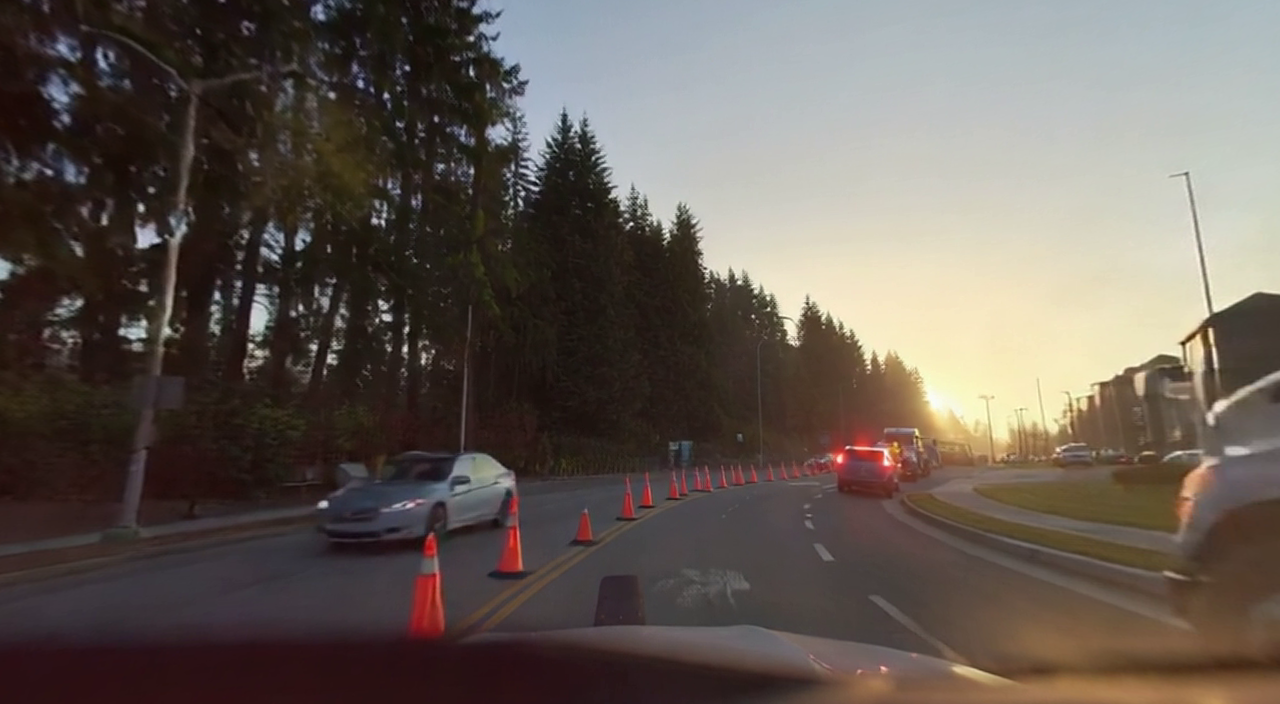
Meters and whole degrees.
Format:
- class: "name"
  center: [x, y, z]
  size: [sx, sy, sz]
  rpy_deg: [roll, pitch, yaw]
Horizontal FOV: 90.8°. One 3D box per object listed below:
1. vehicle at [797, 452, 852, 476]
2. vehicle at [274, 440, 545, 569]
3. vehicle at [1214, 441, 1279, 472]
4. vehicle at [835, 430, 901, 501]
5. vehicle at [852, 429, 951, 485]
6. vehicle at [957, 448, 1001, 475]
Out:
- class: "vehicle"
  center: [12.203, 7.305, 41.557]
  size: [1.933, 1.428, 4.449]
  rpy_deg: [-6, -10, 37]
- class: "vehicle"
  center: [-3.154, 2.163, 9.775]
  size: [1.945, 1.494, 4.201]
  rpy_deg: [-1, -9, 12]
- class: "vehicle"
  center: [31.028, 5.132, 30.966]
  size: [1.703, 1.454, 4.378]
  rpy_deg: [1, -9, 1]
- class: "vehicle"
  center: [7.906, 3.879, 21.928]
  size: [1.913, 2.241, 3.024]
  rpy_deg: [-3, -9, 20]
- class: "vehicle"
  center: [13.826, 5.340, 33.081]
  size: [3.098, 2.601, 6.758]
  rpy_deg: [-6, -9, 36]
- class: "vehicle"
  center: [23.906, 7.683, 44.495]
  size: [2.030, 1.774, 3.884]
  rpy_deg: [-6, -11, 36]
